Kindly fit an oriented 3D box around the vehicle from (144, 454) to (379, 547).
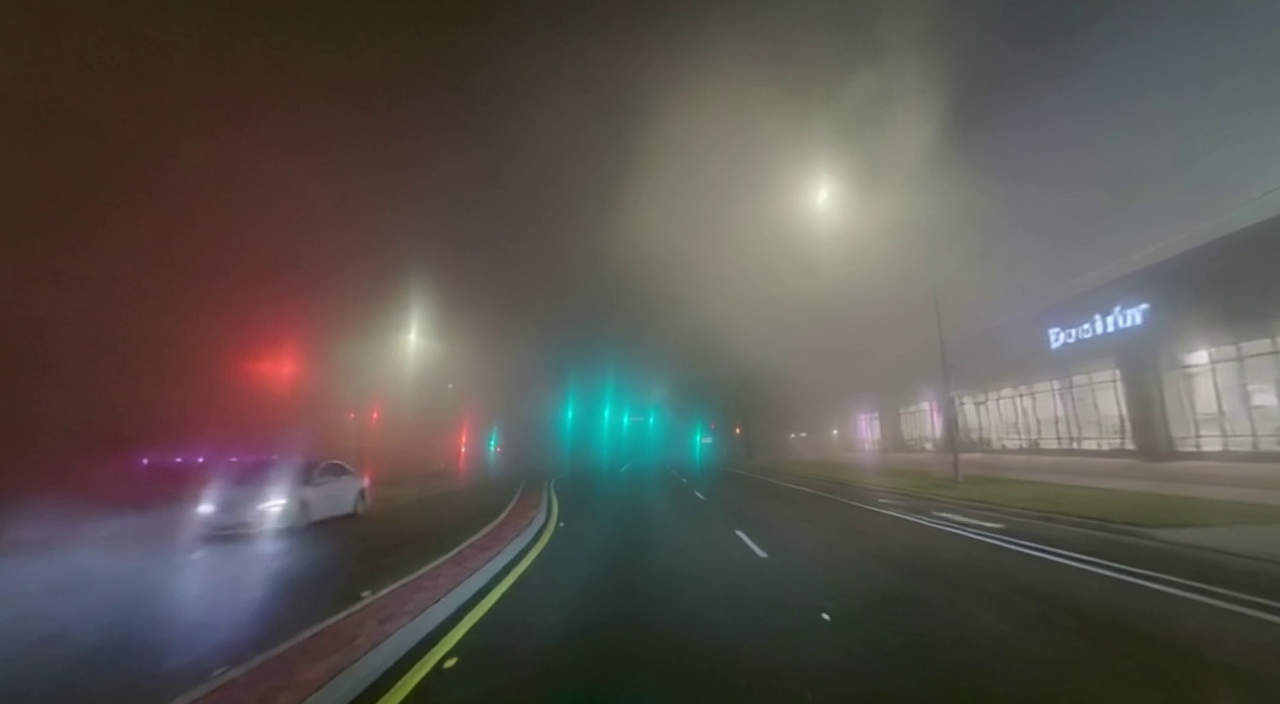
[{"bbox_3d":[-7.286,2.861,12.843,1.954,1.451,4.536,-1,-8,0],"label":"vehicle"}]
